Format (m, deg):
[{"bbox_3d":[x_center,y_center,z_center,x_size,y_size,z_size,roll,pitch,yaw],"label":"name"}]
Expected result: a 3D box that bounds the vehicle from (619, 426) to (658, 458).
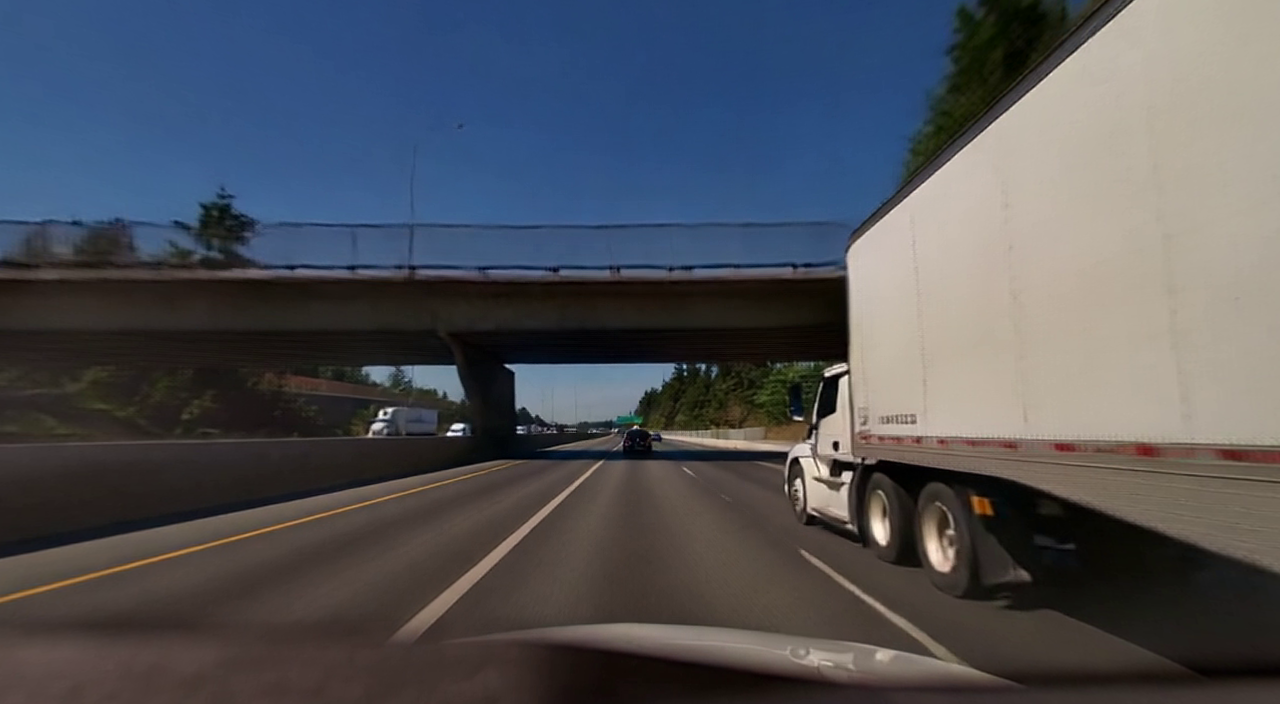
[{"bbox_3d":[-0.138,5.630,39.589,2.277,1.913,4.510,0,-8,-1],"label":"vehicle"}]
